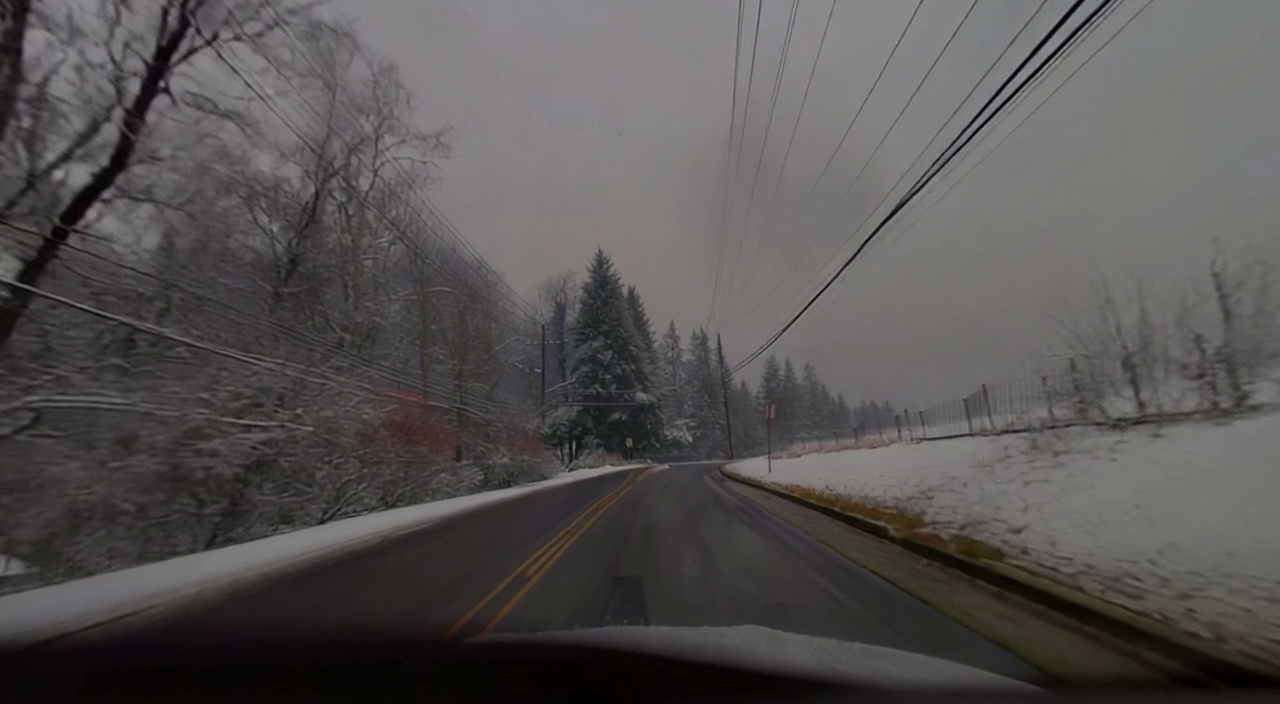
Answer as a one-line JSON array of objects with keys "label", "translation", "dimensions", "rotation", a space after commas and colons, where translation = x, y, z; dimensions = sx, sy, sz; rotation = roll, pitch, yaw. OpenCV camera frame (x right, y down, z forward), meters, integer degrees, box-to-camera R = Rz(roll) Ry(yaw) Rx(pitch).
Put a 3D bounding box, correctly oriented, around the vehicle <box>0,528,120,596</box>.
[{"label": "vehicle", "translation": [-18.859, 6.349, 19.250], "dimensions": [4.135, 1.569, 1.987], "rotation": [1, -8, 1]}]
